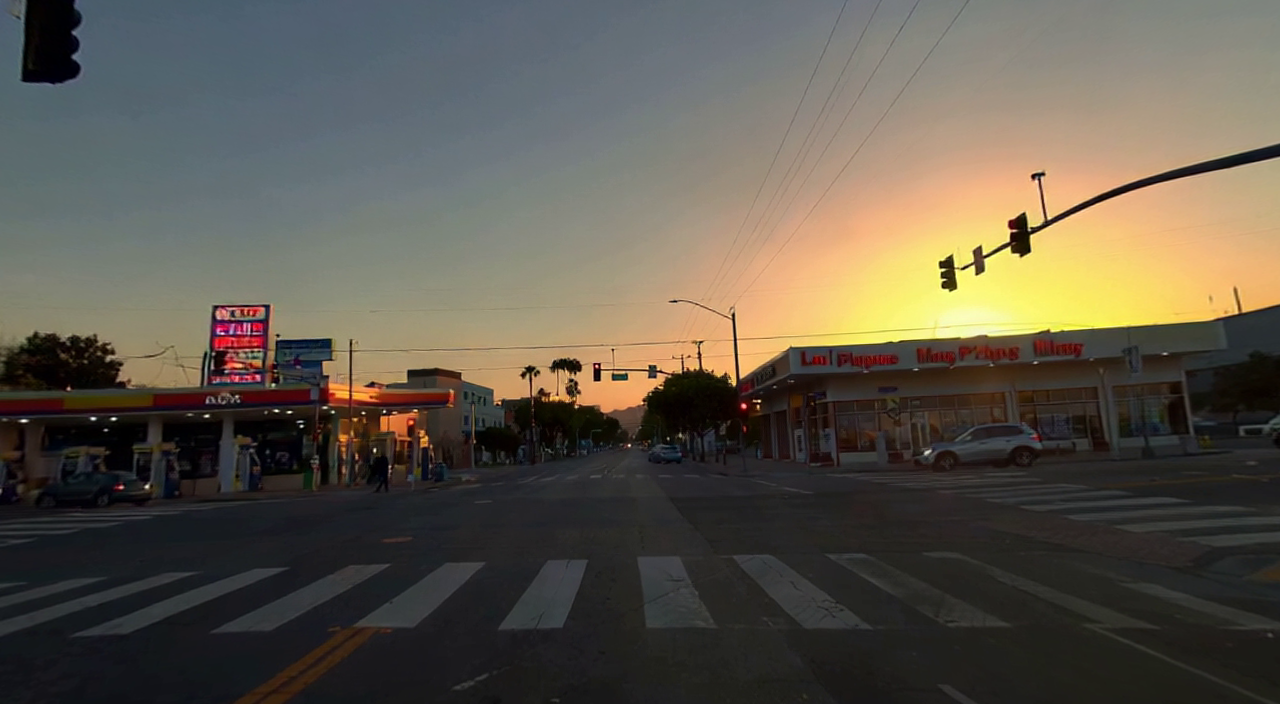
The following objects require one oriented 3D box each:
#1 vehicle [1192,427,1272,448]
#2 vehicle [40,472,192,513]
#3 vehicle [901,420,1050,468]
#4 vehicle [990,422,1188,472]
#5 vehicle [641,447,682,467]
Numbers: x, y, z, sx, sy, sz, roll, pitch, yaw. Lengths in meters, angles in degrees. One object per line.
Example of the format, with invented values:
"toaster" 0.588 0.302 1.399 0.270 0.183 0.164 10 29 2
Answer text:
"vehicle" 42.061 6.067 44.909 4.347 1.446 1.777 1 -9 -9
"vehicle" -21.198 5.679 25.657 4.676 1.463 1.909 -1 -8 6
"vehicle" 13.031 3.650 24.942 4.916 1.730 1.986 -4 -9 21
"vehicle" 14.369 3.096 20.610 4.835 1.487 1.913 -4 -9 20
"vehicle" 1.611 8.085 48.892 1.969 1.491 4.612 2 -9 -14
